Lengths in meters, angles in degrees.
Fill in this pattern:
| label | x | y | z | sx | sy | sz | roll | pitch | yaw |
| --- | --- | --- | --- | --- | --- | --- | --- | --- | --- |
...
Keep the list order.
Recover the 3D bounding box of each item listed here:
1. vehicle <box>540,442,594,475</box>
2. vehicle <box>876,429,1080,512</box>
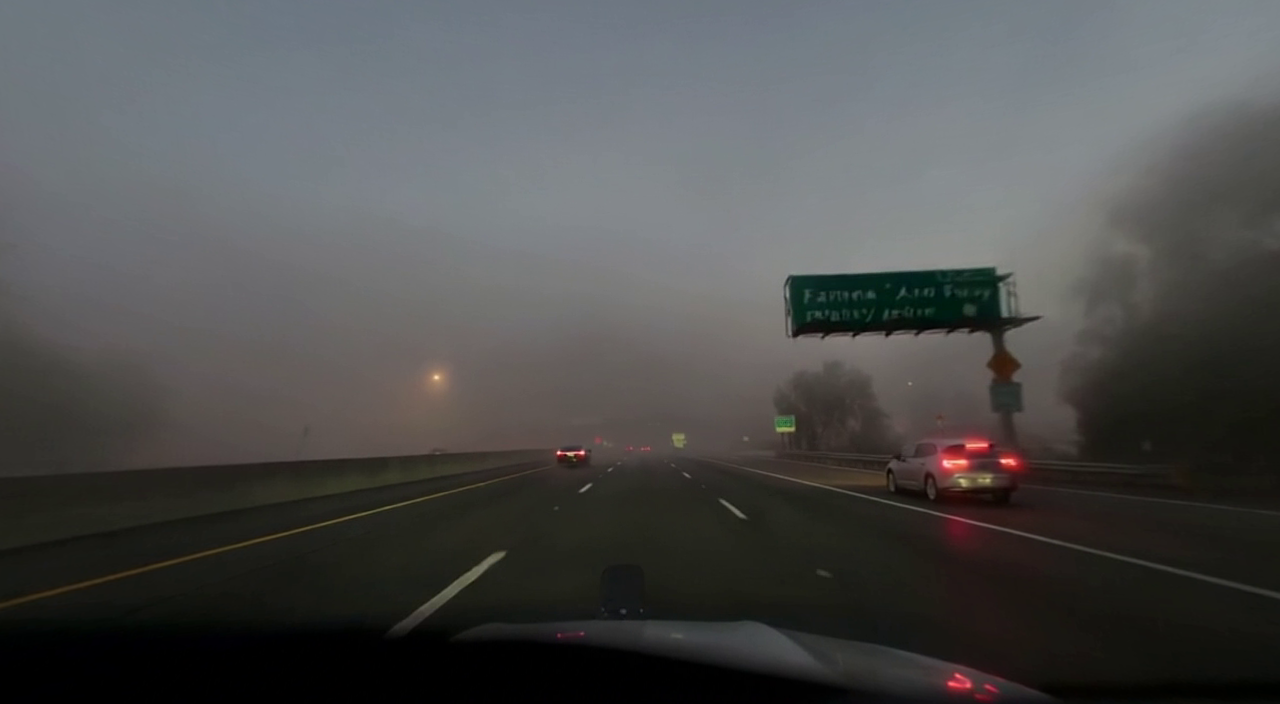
| label | x | y | z | sx | sy | sz | roll | pitch | yaw |
| --- | --- | --- | --- | --- | --- | --- | --- | --- | --- |
| vehicle | -3.616 | 5.391 | 31.931 | 2.055 | 1.533 | 4.604 | 0 | -8 | 2 |
| vehicle | 7.482 | 2.663 | 14.648 | 2.032 | 1.601 | 4.863 | 0 | -9 | 0 |
